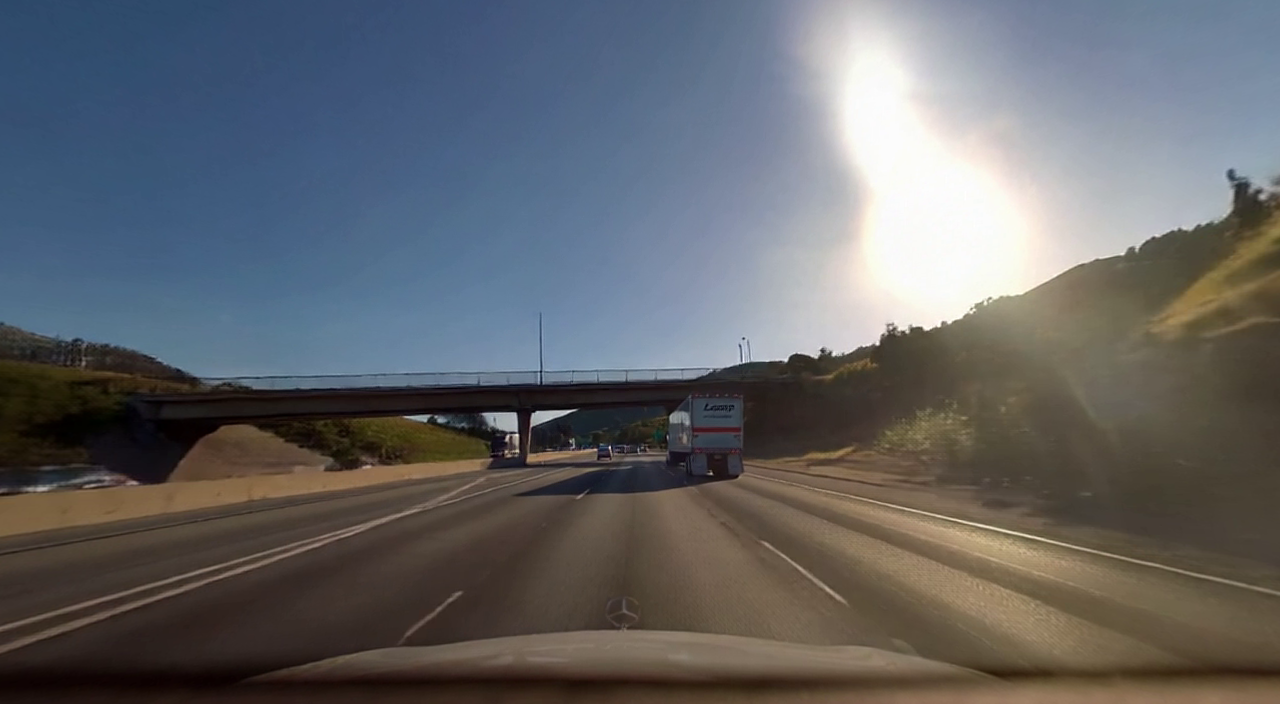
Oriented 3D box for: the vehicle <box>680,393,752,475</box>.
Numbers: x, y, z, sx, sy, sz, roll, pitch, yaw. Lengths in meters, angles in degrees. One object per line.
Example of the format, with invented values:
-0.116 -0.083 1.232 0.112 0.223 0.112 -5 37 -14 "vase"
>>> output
3.969 4.643 35.068 2.885 3.992 8.526 0 -9 0 "vehicle"
